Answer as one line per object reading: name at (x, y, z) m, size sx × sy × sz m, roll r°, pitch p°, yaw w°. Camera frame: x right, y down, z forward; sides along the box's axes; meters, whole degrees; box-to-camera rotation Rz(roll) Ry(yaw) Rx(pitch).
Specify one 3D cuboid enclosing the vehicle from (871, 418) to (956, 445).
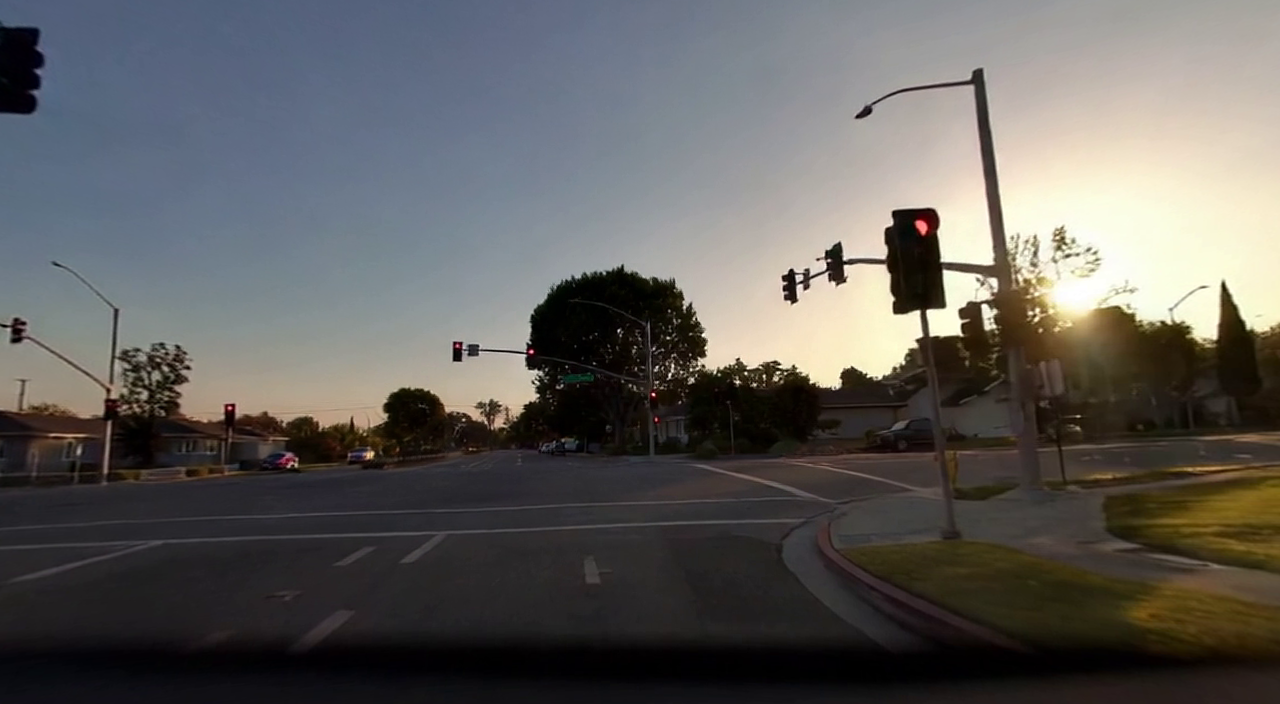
vehicle at (18.053, 5.286, 41.746) m, size 4.681 × 1.712 × 1.976 m, roll 0°, pitch -8°, yaw -4°

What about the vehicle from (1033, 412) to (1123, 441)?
vehicle at (29.649, 5.083, 42.729) m, size 4.605 × 1.823 × 2.006 m, roll 1°, pitch -9°, yaw -4°
